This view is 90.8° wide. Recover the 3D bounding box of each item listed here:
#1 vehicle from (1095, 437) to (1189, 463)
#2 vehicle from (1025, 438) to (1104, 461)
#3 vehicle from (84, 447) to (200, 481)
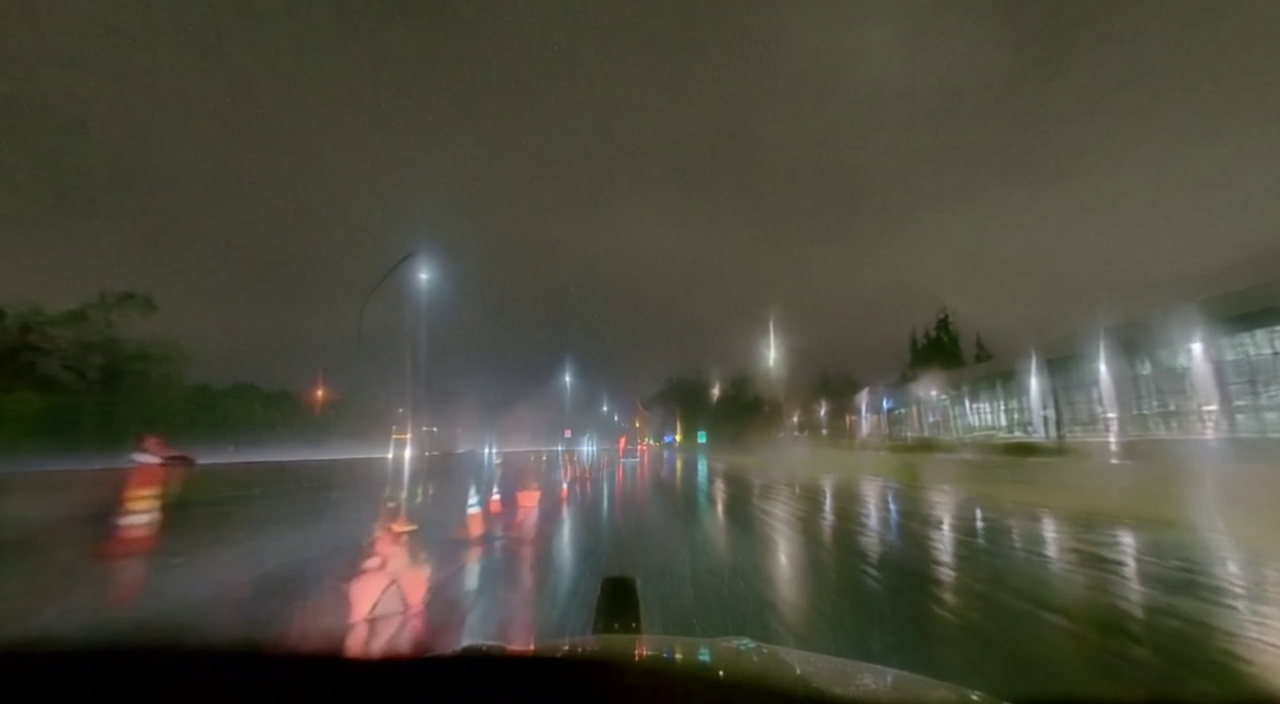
[{"bbox_3d":[29.573,5.784,37.305,3.869,1.464,1.920,0,-9,-1],"label":"vehicle"},{"bbox_3d":[30.220,6.962,45.103,4.160,1.547,1.986,0,-9,-1],"label":"vehicle"},{"bbox_3d":[-24.342,5.477,31.172,1.927,1.547,4.724,0,-9,-1],"label":"vehicle"}]
